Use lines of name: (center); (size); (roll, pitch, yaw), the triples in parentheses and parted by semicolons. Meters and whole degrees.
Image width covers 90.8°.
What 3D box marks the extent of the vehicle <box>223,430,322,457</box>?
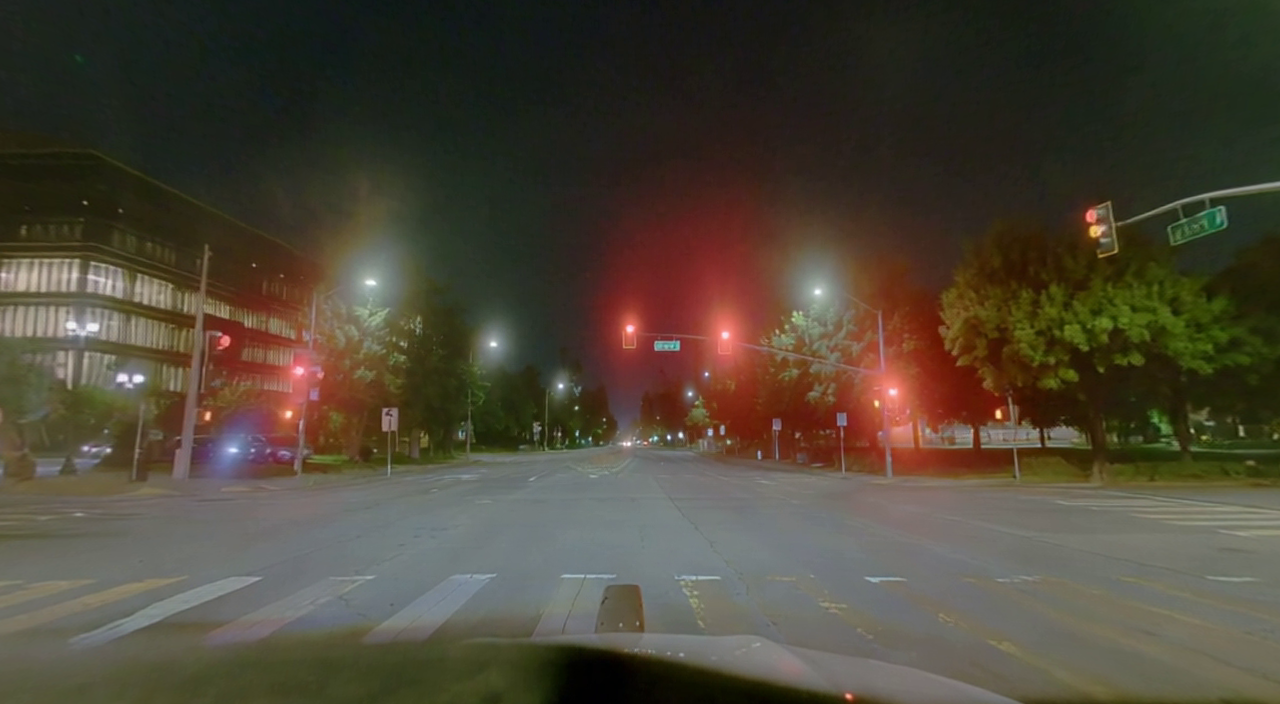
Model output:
vehicle: (-22.401, 5.584, 38.651); (4.765, 1.593, 1.891); (1, -9, -7)
